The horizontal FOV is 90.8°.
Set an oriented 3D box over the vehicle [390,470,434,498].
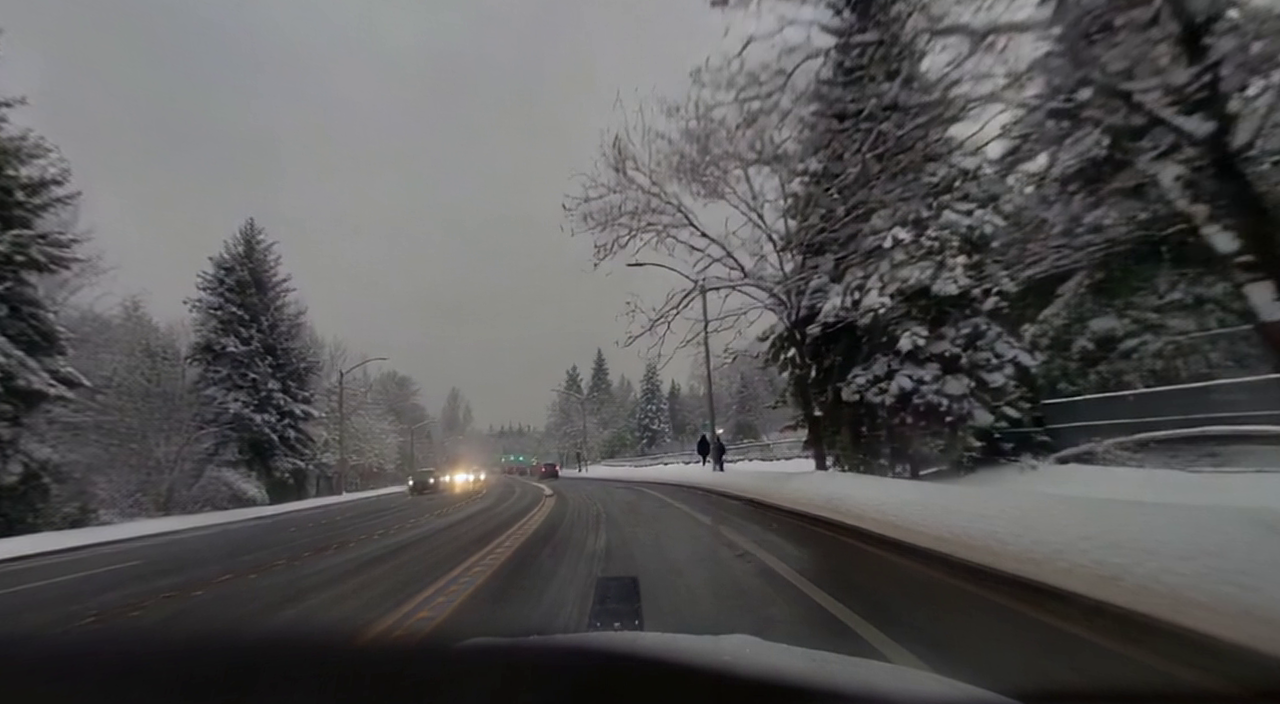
[{"bbox_3d":[-16.544,9.600,46.072,2.150,1.754,4.667,1,-9,-9],"label":"vehicle"}]
